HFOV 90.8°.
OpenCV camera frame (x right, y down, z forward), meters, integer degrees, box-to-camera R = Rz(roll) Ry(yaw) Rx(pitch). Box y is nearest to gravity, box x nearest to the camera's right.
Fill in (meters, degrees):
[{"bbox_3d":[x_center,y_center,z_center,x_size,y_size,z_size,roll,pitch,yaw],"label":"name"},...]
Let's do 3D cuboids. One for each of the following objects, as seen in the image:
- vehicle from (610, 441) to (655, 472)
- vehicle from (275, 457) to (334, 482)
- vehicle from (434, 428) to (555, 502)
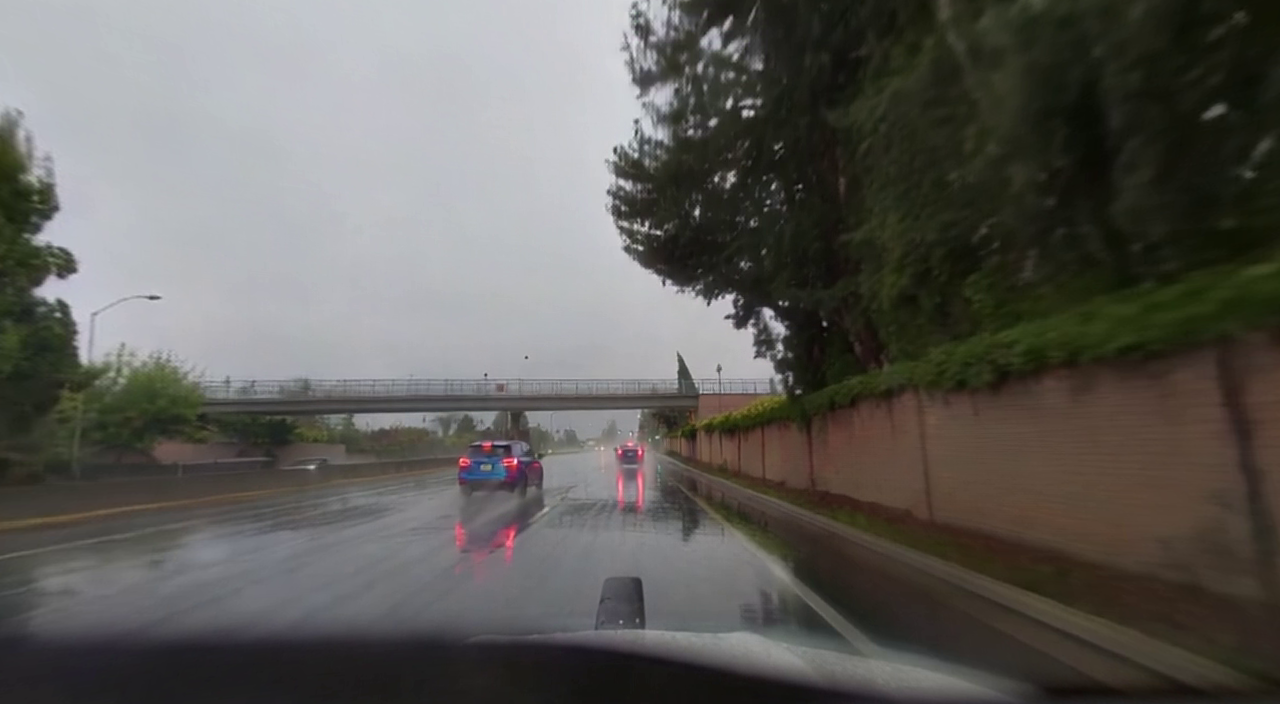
[{"bbox_3d":[-0.416,5.467,33.254,2.205,1.509,4.272,0,-9,-1],"label":"vehicle"},{"bbox_3d":[-24.794,8.681,46.822,1.854,1.645,4.522,0,-9,0],"label":"vehicle"},{"bbox_3d":[-3.845,3.101,17.697,2.223,1.771,4.581,0,-9,1],"label":"vehicle"}]
